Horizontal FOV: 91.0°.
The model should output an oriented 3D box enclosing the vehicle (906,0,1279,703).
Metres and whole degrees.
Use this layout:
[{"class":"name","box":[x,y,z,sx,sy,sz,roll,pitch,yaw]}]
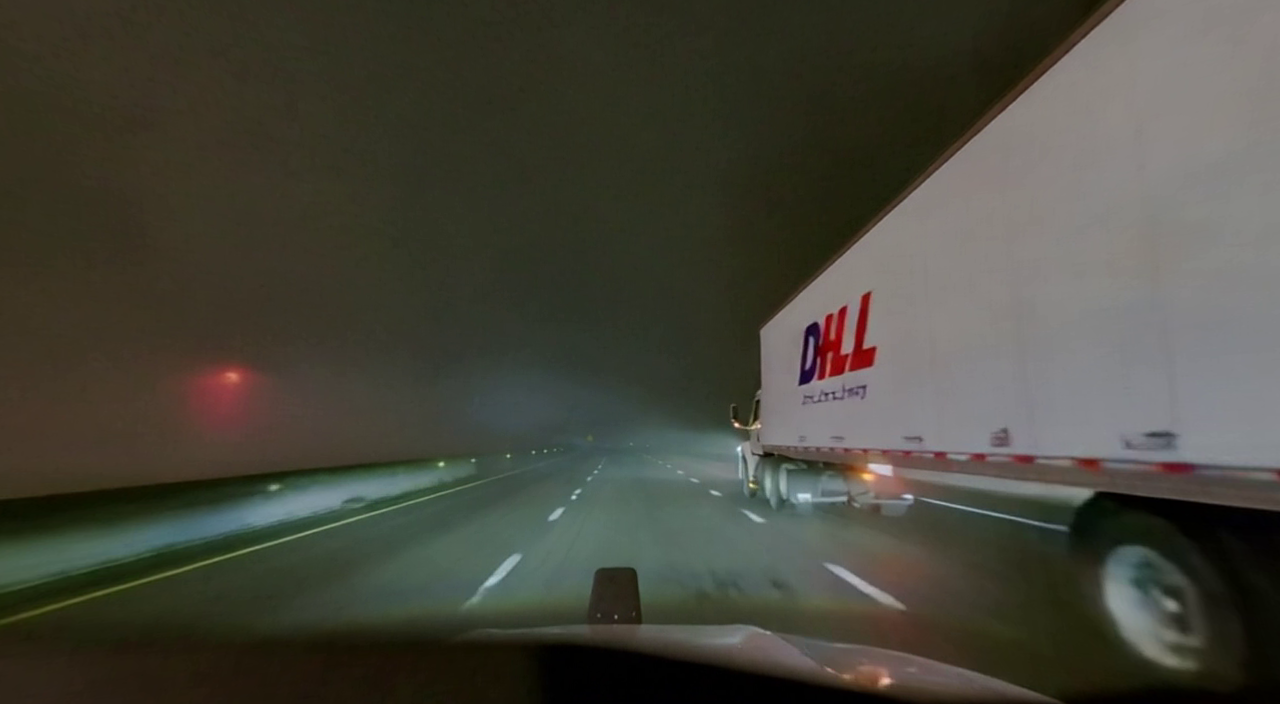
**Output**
[{"class":"vehicle","box":[4.606,-0.250,2.947,2.880,3.918,8.254,0,-8,-1]}]
